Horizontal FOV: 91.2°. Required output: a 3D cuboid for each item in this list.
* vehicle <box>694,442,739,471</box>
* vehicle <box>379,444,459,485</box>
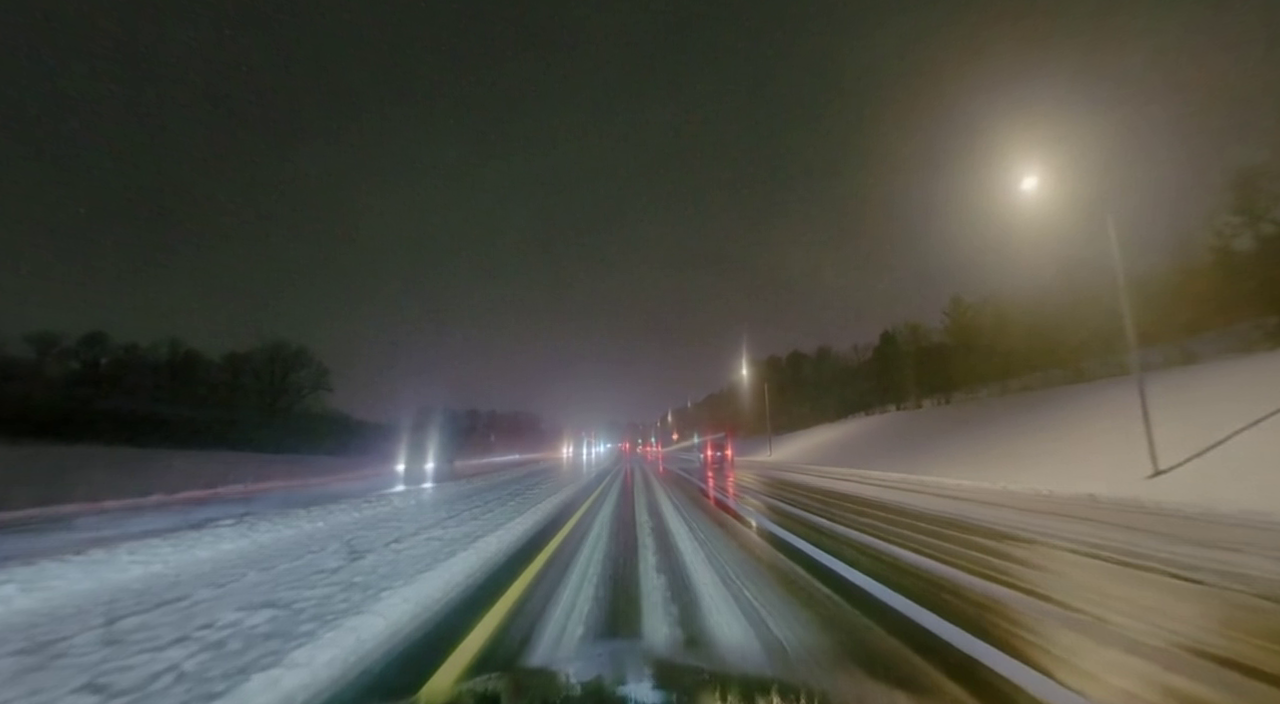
[{"bbox_3d":[4.152,5.721,34.470,1.917,1.488,3.693,0,-9,-1],"label":"vehicle"},{"bbox_3d":[-9.667,4.939,27.796,1.995,1.655,4.268,0,-9,0],"label":"vehicle"}]
